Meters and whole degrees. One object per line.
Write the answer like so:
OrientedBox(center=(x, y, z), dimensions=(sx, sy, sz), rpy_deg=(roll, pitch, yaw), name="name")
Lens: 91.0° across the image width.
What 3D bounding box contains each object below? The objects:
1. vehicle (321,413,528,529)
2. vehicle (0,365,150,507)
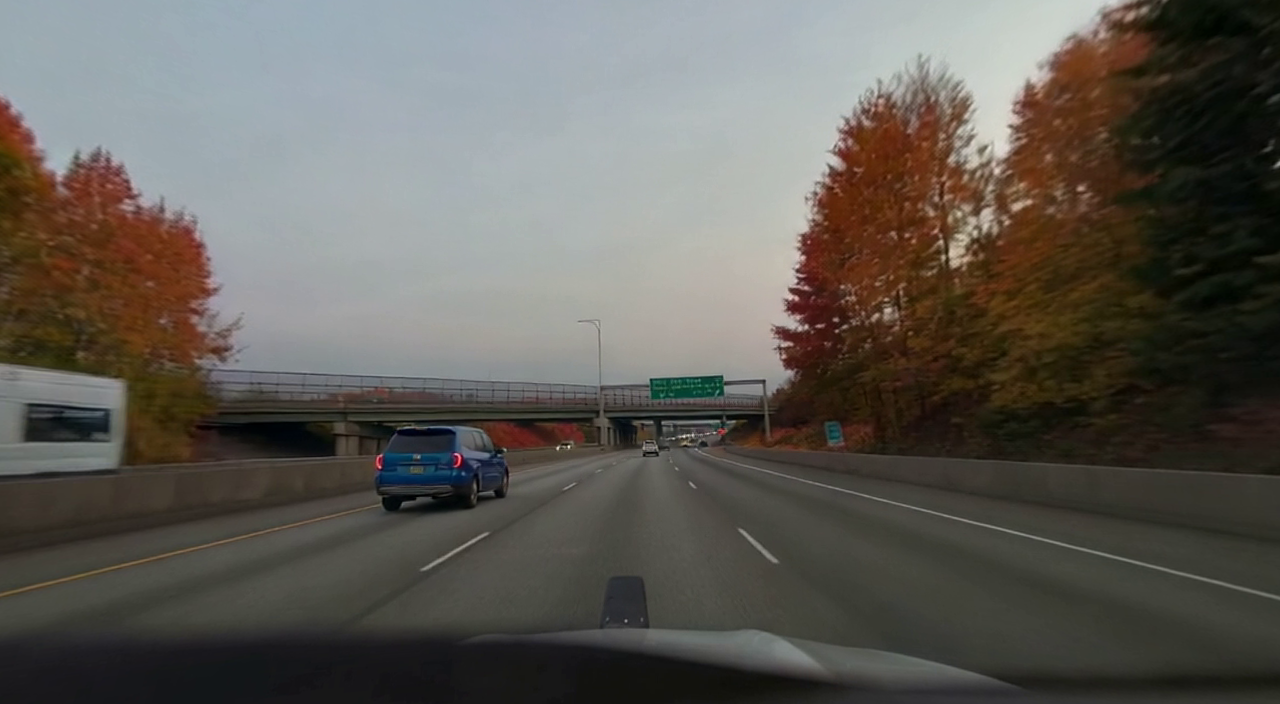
OrientedBox(center=(-3.608, 2.102, 11.645), dimensions=(2.177, 1.707, 4.432), rpy_deg=(0, -8, 1), name="vehicle")
OrientedBox(center=(-20.006, 2.178, 16.399), dimensions=(2.955, 4.073, 13.911), rpy_deg=(0, -8, 2), name="vehicle")
